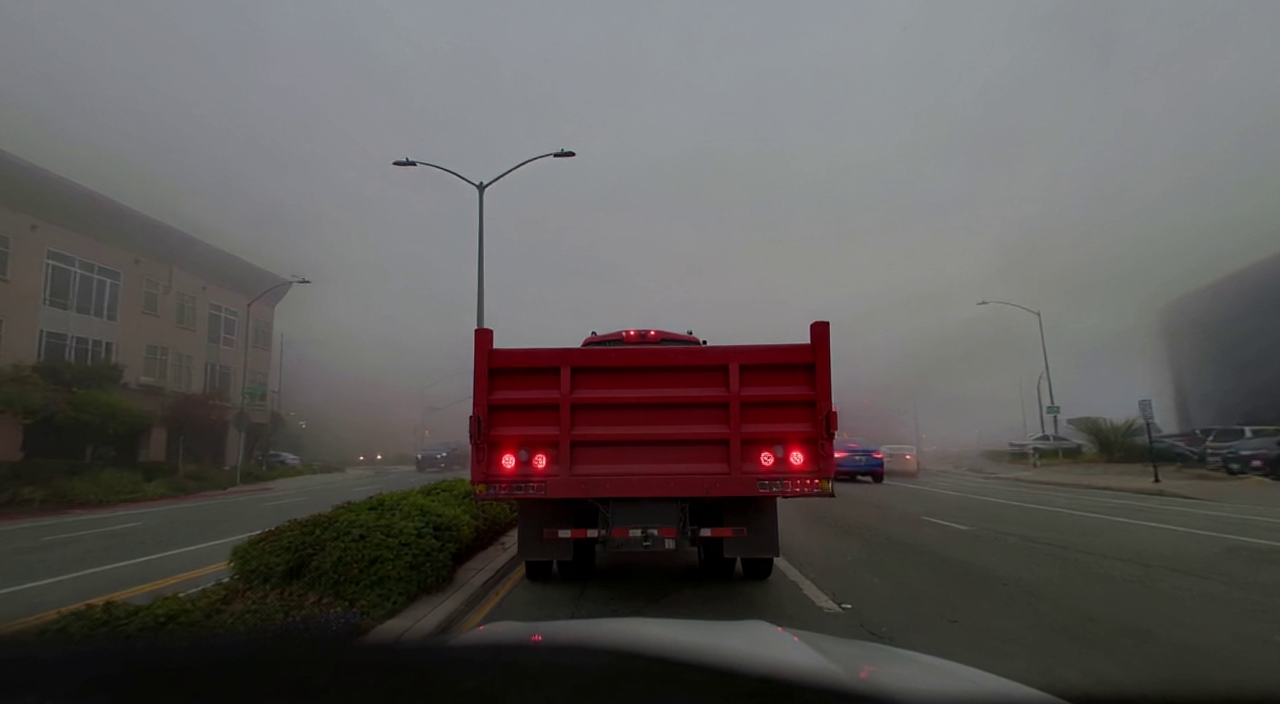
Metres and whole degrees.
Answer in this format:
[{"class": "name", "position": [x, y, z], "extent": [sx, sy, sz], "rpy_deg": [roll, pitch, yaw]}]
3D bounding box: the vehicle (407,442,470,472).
[{"class": "vehicle", "position": [-13.738, 7.206, 43.529], "extent": [2.218, 1.926, 5.753], "rpy_deg": [-1, -8, 3]}]

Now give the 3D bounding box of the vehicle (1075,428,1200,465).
[{"class": "vehicle", "position": [23.116, 4.389, 29.433], "extent": [4.171, 1.614, 1.894], "rpy_deg": [-1, -8, 1]}]

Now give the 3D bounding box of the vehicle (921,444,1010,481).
[{"class": "vehicle", "position": [14.171, 4.808, 27.758], "extent": [1.777, 1.488, 4.081], "rpy_deg": [-1, -8, 1]}]

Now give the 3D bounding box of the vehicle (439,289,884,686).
[{"class": "vehicle", "position": [0.268, 1.304, 7.399], "extent": [2.650, 2.391, 7.008], "rpy_deg": [-1, -8, 3]}]

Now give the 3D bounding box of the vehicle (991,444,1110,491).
[{"class": "vehicle", "position": [14.312, 4.015, 22.254], "extent": [1.702, 1.475, 3.670], "rpy_deg": [-1, -8, 1]}]
